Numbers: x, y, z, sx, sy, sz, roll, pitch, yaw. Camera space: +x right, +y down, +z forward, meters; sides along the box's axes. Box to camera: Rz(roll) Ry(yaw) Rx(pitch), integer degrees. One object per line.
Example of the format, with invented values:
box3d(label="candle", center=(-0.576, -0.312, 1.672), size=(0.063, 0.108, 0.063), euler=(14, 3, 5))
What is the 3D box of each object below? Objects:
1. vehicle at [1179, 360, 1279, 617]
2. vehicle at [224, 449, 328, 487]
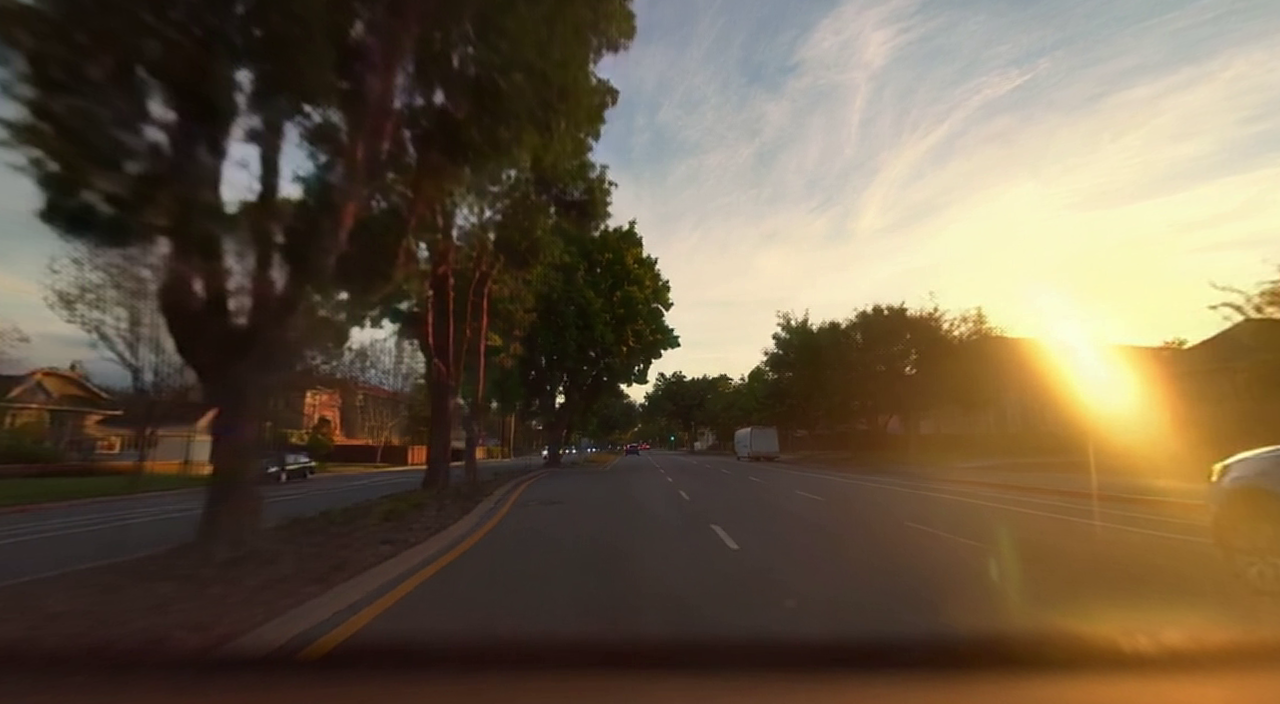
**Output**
box3d(label="vehicle", center=(6.218, 0.702, 2.609), size=(2.493, 1.956, 6.125), euler=(0, -9, -1))
box3d(label="vehicle", center=(-19.513, 6.222, 34.306), size=(2.146, 1.848, 5.680), euler=(-1, -9, 2))
